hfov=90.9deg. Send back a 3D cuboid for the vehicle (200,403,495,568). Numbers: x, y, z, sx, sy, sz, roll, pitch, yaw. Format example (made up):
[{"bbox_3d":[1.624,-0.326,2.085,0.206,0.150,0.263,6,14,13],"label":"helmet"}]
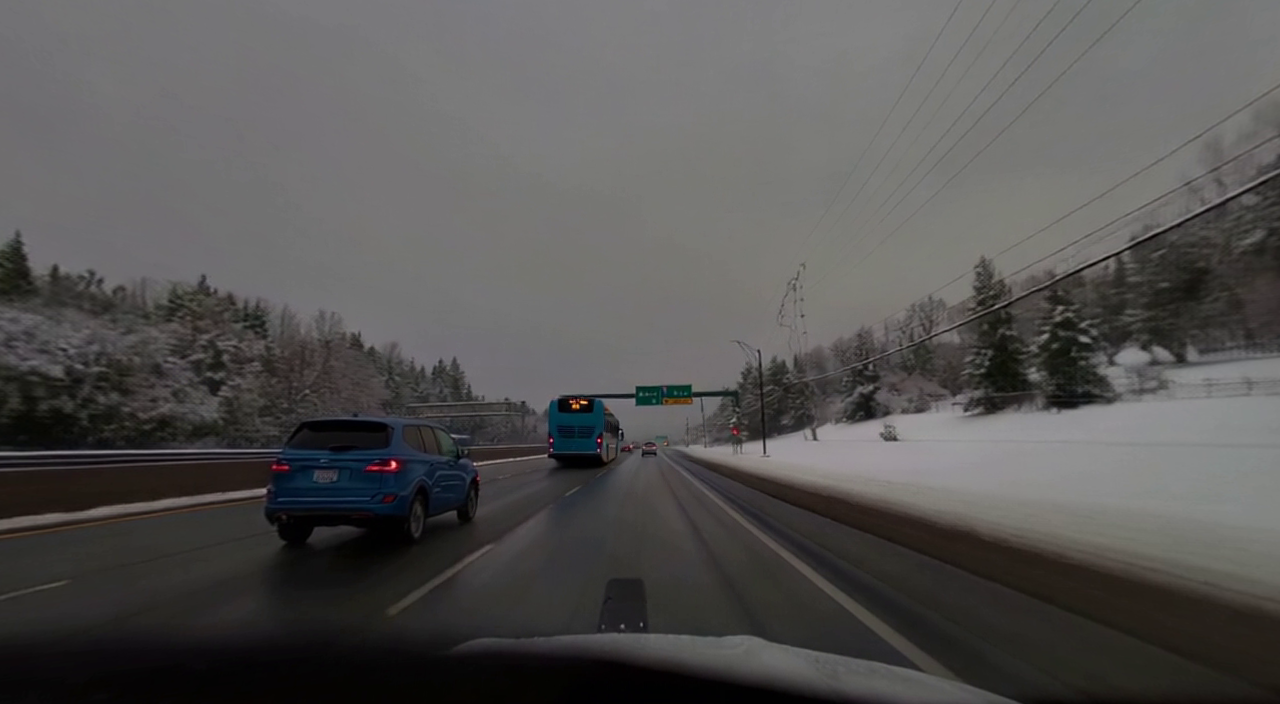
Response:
[{"bbox_3d":[-3.607,1.731,8.872,2.021,1.730,4.223,0,-8,1],"label":"vehicle"}]

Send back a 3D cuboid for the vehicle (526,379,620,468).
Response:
[{"bbox_3d":[-3.033,3.987,32.951,3.382,3.712,11.766,2,-9,1],"label":"vehicle"}]
